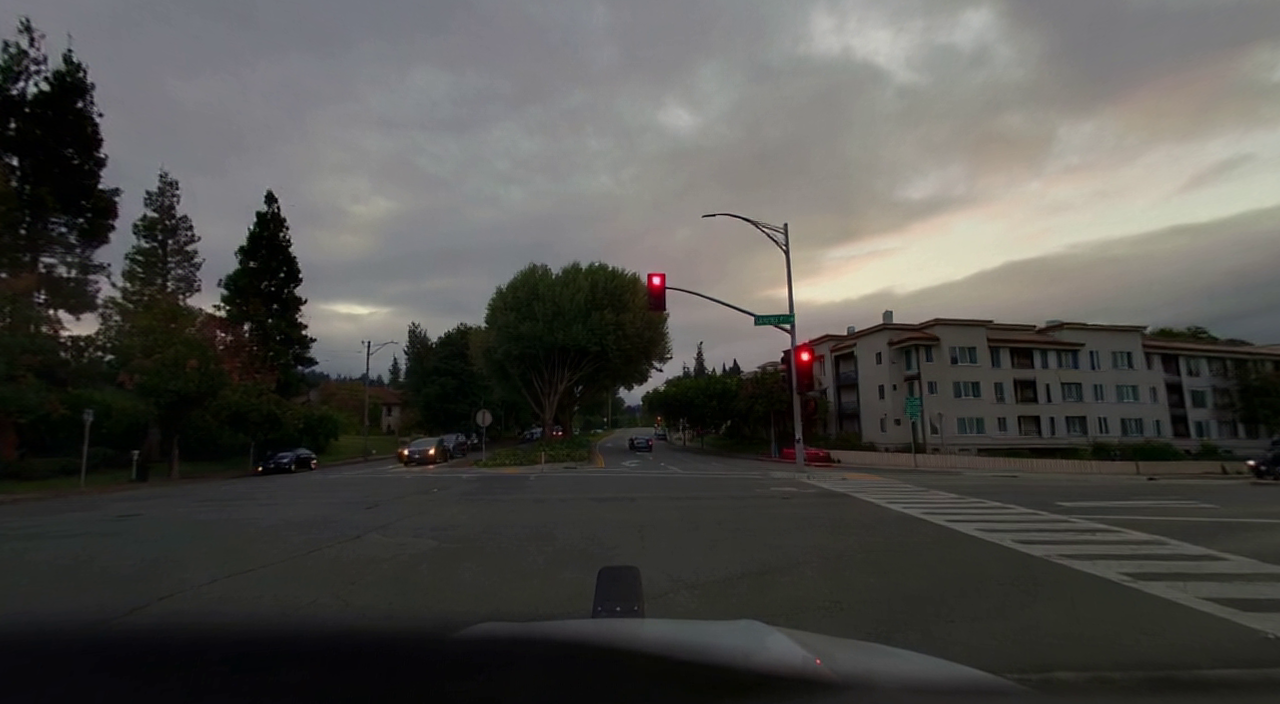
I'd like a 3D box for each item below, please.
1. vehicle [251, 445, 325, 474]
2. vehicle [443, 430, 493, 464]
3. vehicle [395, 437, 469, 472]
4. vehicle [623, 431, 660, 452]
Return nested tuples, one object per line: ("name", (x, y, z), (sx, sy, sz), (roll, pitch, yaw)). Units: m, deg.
("vehicle", (-21.091, 6.463, 38.092), (1.981, 1.628, 4.336), (0, -9, -1))
("vehicle", (-9.777, 5.459, 36.192), (1.910, 1.818, 4.057), (0, -9, -3))
("vehicle", (-9.688, 4.806, 29.794), (2.116, 1.521, 4.294), (0, -9, -1))
("vehicle", (0.039, 6.974, 48.989), (2.073, 1.571, 4.790), (2, -9, -10))
